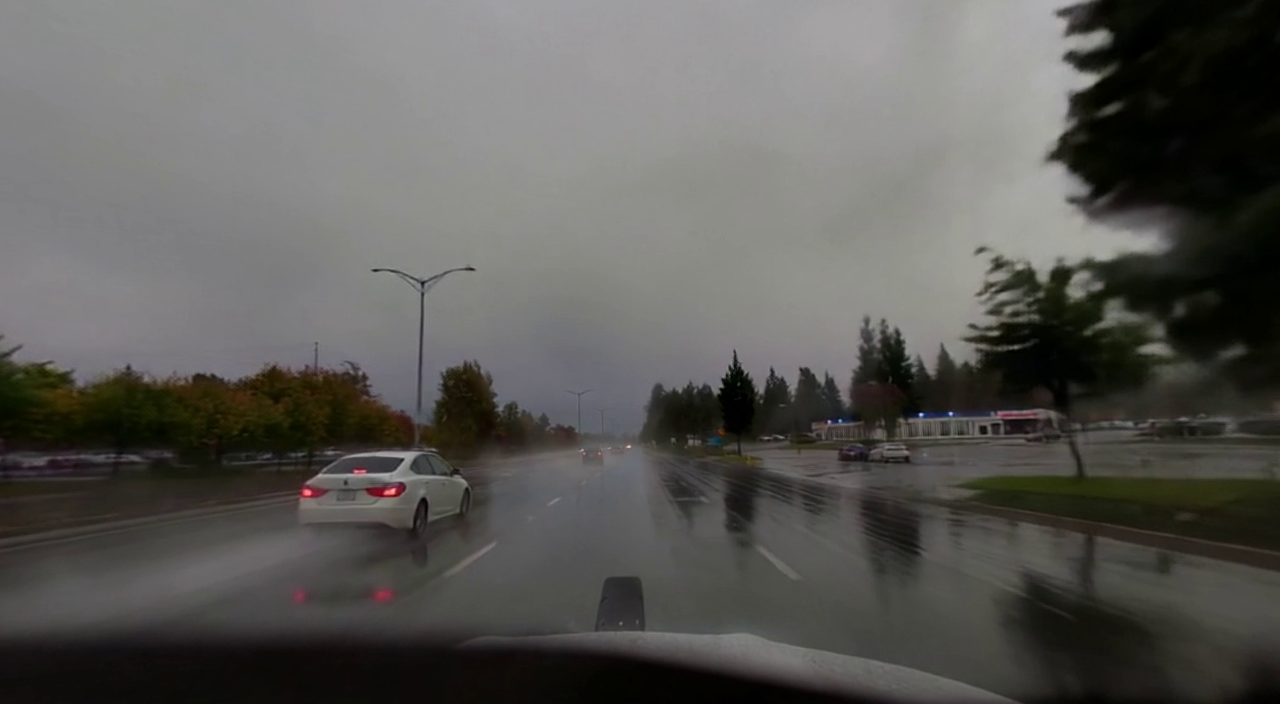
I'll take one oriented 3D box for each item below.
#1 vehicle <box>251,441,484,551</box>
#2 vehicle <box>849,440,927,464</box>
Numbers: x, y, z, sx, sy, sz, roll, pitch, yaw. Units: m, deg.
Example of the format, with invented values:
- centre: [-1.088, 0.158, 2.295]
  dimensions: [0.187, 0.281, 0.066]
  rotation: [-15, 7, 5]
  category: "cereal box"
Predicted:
- centre: [-4.242, 2.289, 10.830]
  dimensions: [2.003, 1.454, 4.484]
  rotation: [0, -9, 0]
  category: "vehicle"
- centre: [16.087, 6.524, 41.117]
  dimensions: [4.197, 1.466, 1.930]
  rotation: [0, -9, -2]
  category: "vehicle"
